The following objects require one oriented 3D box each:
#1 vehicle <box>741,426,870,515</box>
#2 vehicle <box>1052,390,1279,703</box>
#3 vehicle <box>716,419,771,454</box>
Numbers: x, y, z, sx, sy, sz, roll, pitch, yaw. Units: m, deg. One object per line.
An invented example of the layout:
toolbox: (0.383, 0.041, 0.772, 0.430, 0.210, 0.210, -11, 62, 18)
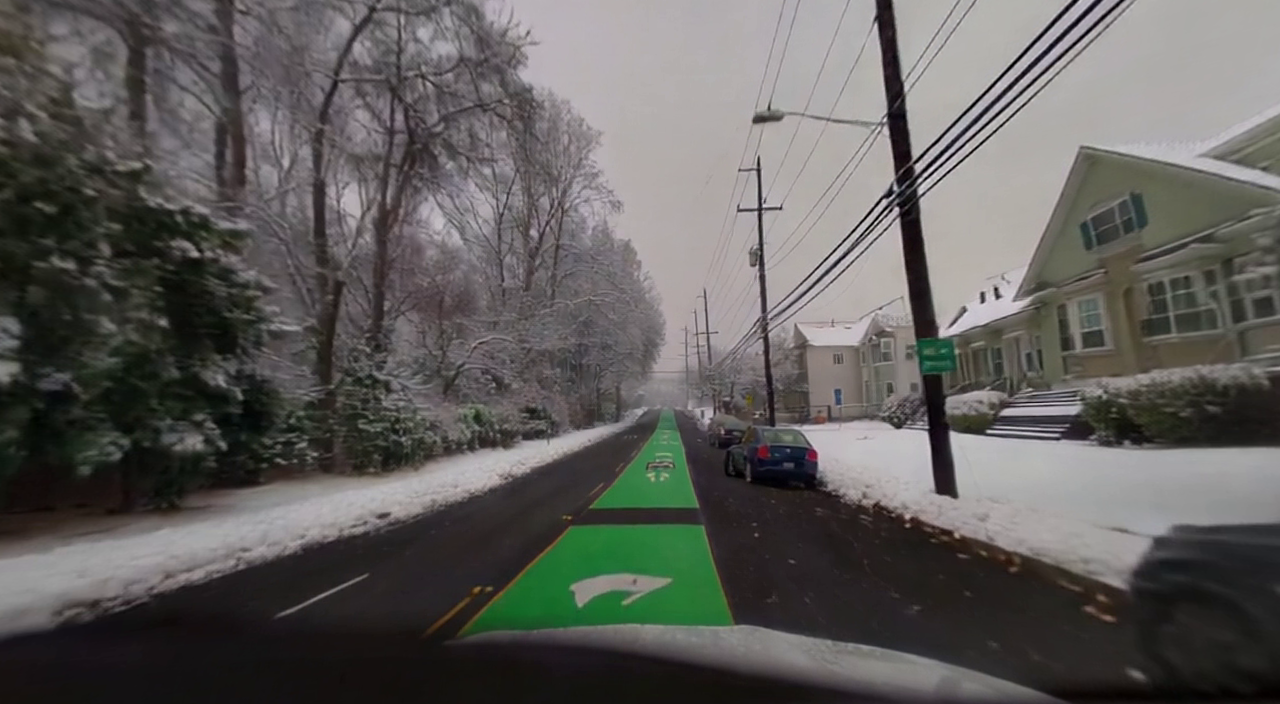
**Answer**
vehicle: (3.349, 2.466, 13.635, 2.235, 1.500, 4.496, 0, -9, 10)
vehicle: (3.481, 0.866, 1.606, 1.909, 1.694, 4.472, 0, -9, 2)
vehicle: (4.833, 4.050, 29.980, 1.981, 1.512, 4.144, 0, -9, 1)
